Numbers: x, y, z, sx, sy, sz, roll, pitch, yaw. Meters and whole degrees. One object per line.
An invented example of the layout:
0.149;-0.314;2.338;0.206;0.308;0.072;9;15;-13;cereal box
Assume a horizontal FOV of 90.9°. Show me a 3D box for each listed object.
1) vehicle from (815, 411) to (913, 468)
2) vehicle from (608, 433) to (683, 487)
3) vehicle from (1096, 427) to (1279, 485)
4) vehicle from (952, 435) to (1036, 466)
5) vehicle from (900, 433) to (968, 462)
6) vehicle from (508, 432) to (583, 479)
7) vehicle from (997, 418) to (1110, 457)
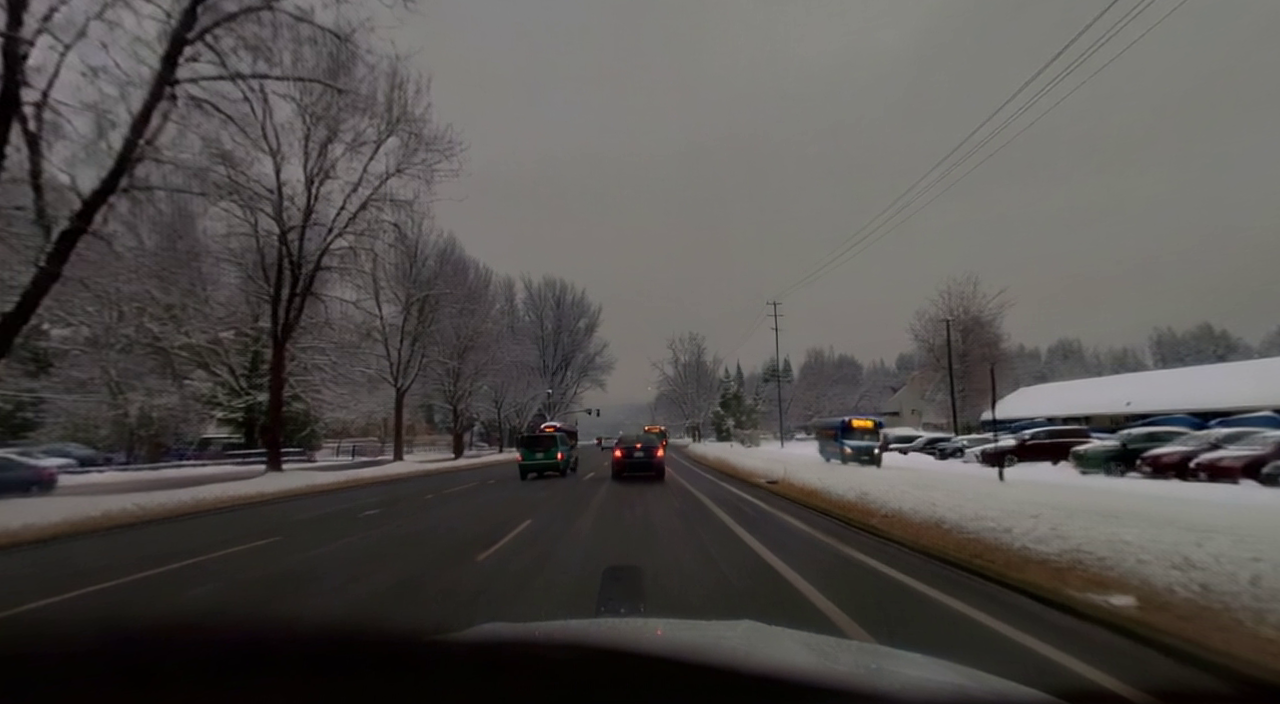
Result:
11.555;4.646;33.213;2.754;2.711;6.196;0;-9;0;vehicle
0.109;3.370;19.920;2.123;1.498;4.226;0;-9;-1;vehicle
18.484;3.520;21.591;1.965;1.749;4.838;0;-9;-2;vehicle
18.475;5.172;33.165;1.826;1.532;4.290;0;-9;-1;vehicle
18.288;5.969;39.527;1.841;1.680;4.842;0;-9;-1;vehicle
-3.565;4.013;24.642;2.148;1.636;4.199;0;-9;2;vehicle
23.765;5.023;36.685;2.225;2.013;6.379;0;-9;-1;vehicle
